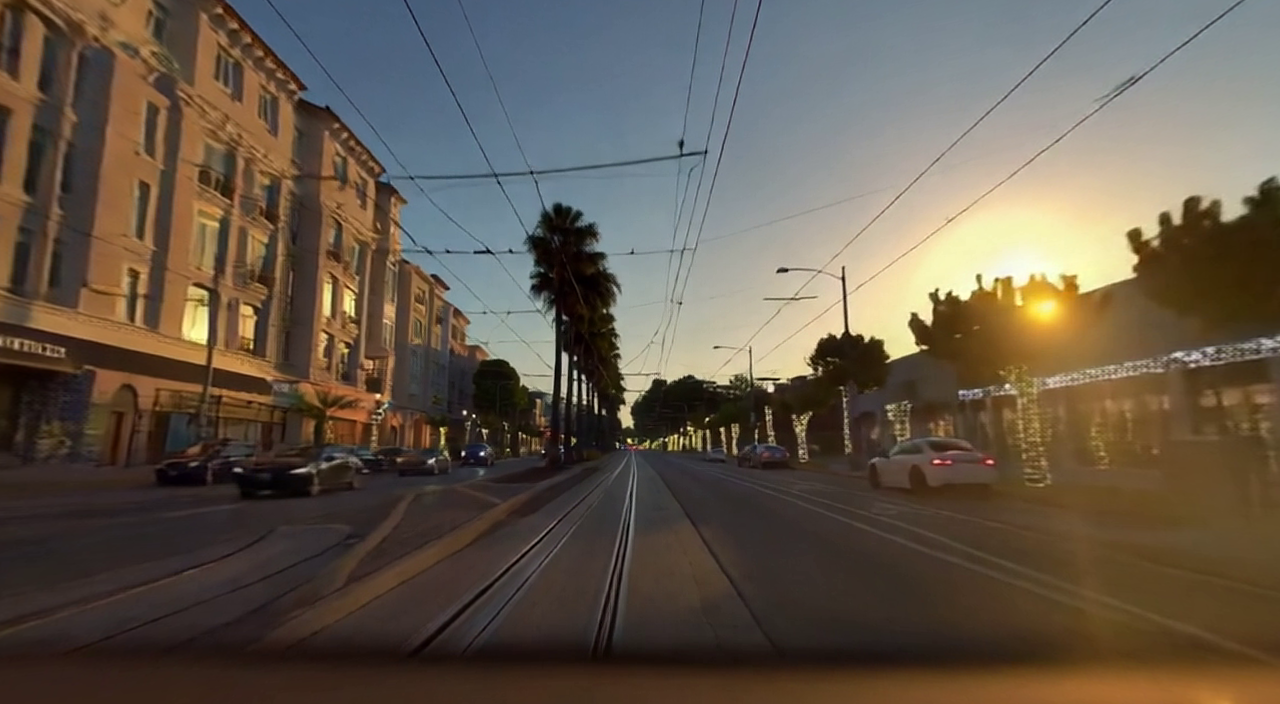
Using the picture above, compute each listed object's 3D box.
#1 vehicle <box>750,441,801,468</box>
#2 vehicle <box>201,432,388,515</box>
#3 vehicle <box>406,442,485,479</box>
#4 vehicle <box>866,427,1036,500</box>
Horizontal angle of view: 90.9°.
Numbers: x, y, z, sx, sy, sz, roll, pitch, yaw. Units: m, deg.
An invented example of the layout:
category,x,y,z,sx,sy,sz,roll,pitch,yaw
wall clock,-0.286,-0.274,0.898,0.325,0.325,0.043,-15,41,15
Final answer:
category,x,y,z,sx,sy,sz,roll,pitch,yaw
vehicle,7.973,6.085,37.496,1.816,1.488,4.102,1,-8,-5
vehicle,-7.511,2.651,14.299,2.013,1.590,4.241,1,-8,-3
vehicle,-8.450,4.740,27.832,2.046,1.475,4.426,0,-8,0
vehicle,8.068,2.928,17.024,1.995,1.677,4.863,0,-8,-1
